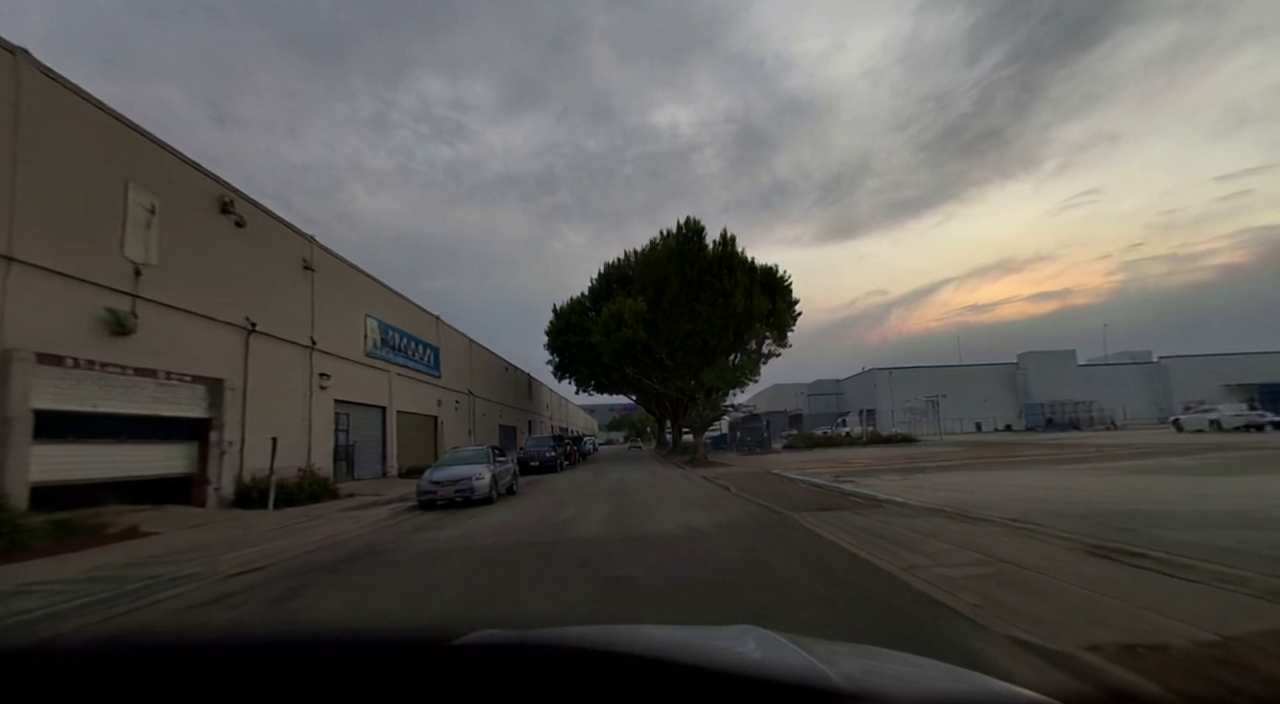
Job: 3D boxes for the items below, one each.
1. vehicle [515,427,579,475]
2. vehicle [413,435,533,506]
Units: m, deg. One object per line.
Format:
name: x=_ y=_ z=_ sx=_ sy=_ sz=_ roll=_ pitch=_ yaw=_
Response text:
vehicle: x=-4.142 y=4.567 z=28.799 sx=2.161 sy=1.843 sz=5.181 roll=-4 pitch=-10 yaw=-1
vehicle: x=-4.263 y=3.105 z=16.833 sx=2.040 sy=1.501 sz=4.440 roll=-4 pitch=-9 yaw=-1
